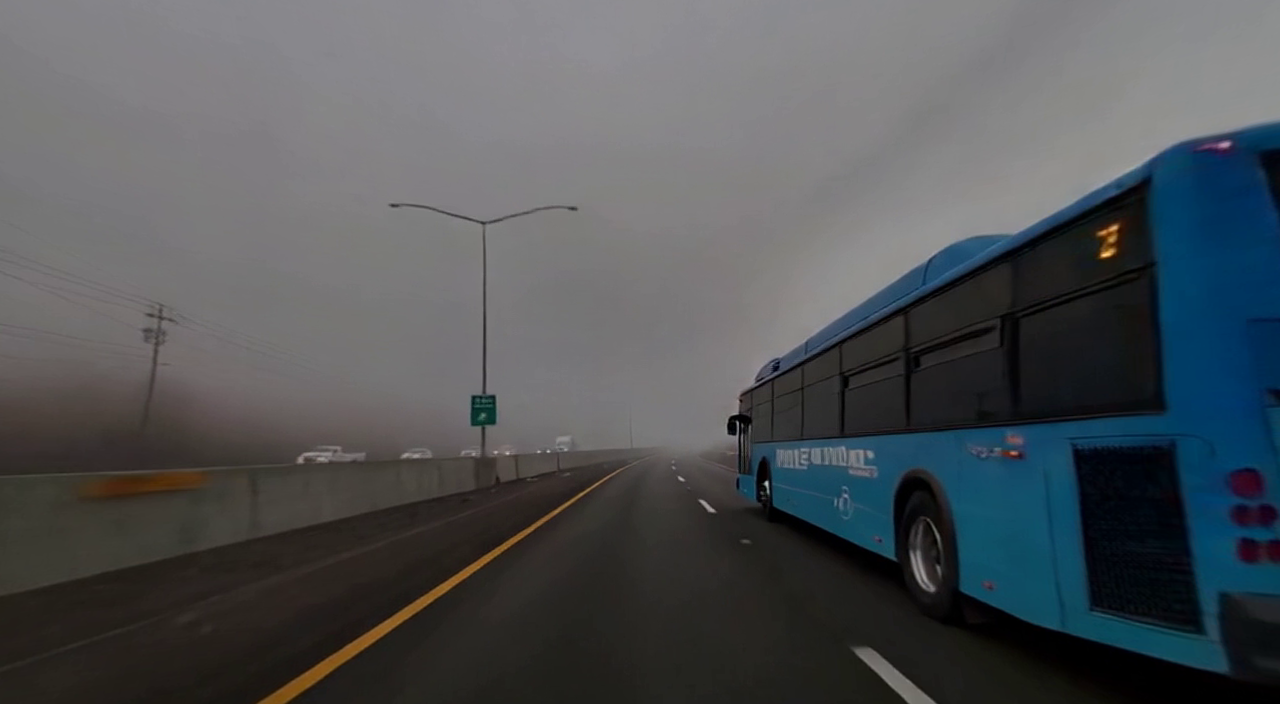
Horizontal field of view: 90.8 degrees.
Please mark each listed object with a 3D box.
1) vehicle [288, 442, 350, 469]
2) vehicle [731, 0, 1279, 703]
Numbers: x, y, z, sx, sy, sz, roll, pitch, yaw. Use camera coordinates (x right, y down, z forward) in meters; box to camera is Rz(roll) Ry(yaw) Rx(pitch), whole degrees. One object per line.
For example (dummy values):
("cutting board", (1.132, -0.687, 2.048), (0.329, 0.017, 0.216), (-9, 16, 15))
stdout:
("vehicle", (-24.926, 8.011, 49.271), (2.012, 1.973, 4.871), (-1, -9, 3))
("vehicle", (3.963, 0.946, 9.532), (3.144, 3.580, 14.591), (0, -9, 0))
